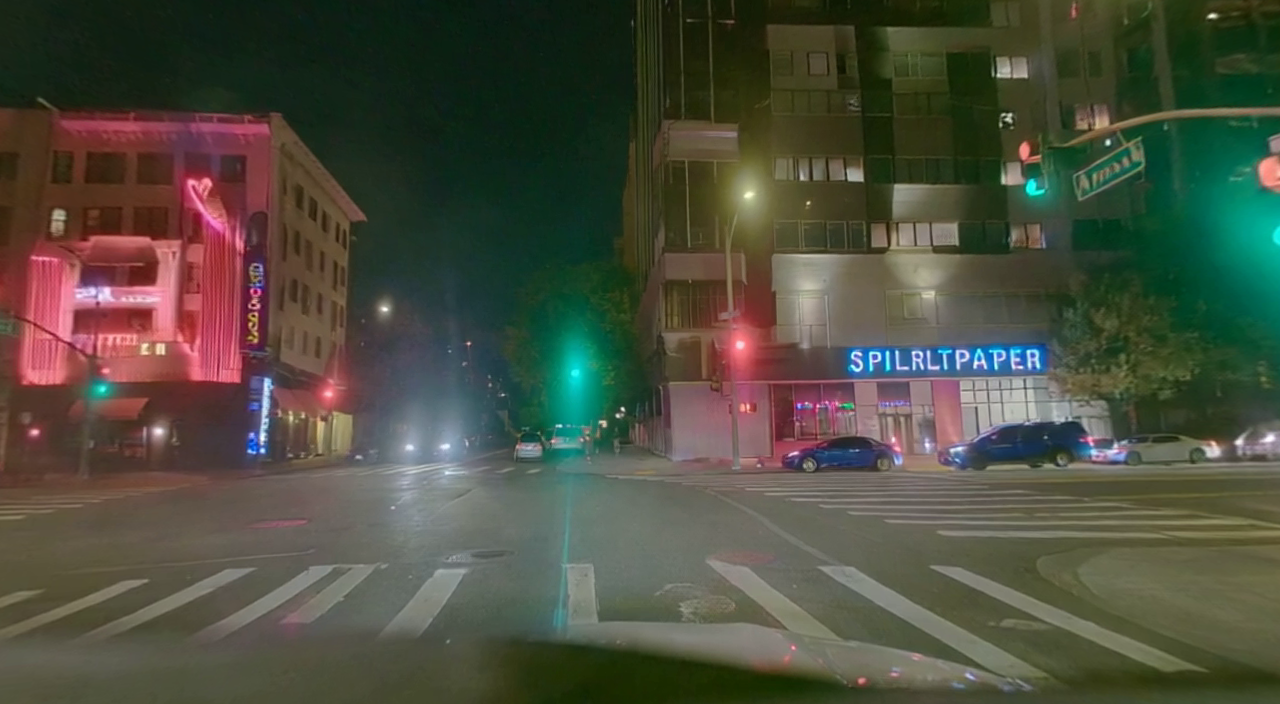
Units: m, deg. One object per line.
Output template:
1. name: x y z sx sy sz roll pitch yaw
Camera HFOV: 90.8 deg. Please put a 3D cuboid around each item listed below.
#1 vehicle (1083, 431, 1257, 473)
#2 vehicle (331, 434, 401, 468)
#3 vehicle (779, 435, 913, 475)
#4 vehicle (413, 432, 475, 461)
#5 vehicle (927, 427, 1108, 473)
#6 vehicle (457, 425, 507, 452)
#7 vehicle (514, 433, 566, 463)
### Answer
1. vehicle: 19.627 3.714 23.553 4.782 1.455 1.936 0 -8 -2
2. vehicle: -15.174 5.455 35.263 1.933 1.461 4.393 -5 -5 0
3. vehicle: 7.703 3.897 23.970 4.426 1.446 1.795 0 -8 0
4. vehicle: -10.607 5.151 34.543 2.119 1.485 4.472 0 -8 -2
5. vehicle: 14.049 3.668 23.789 5.420 1.609 2.063 0 -8 1
6. vehicle: -10.868 6.051 43.853 2.181 1.723 4.692 0 -8 1
7. vehicle: -5.225 5.082 33.440 1.892 1.481 4.365 -1 -8 2
